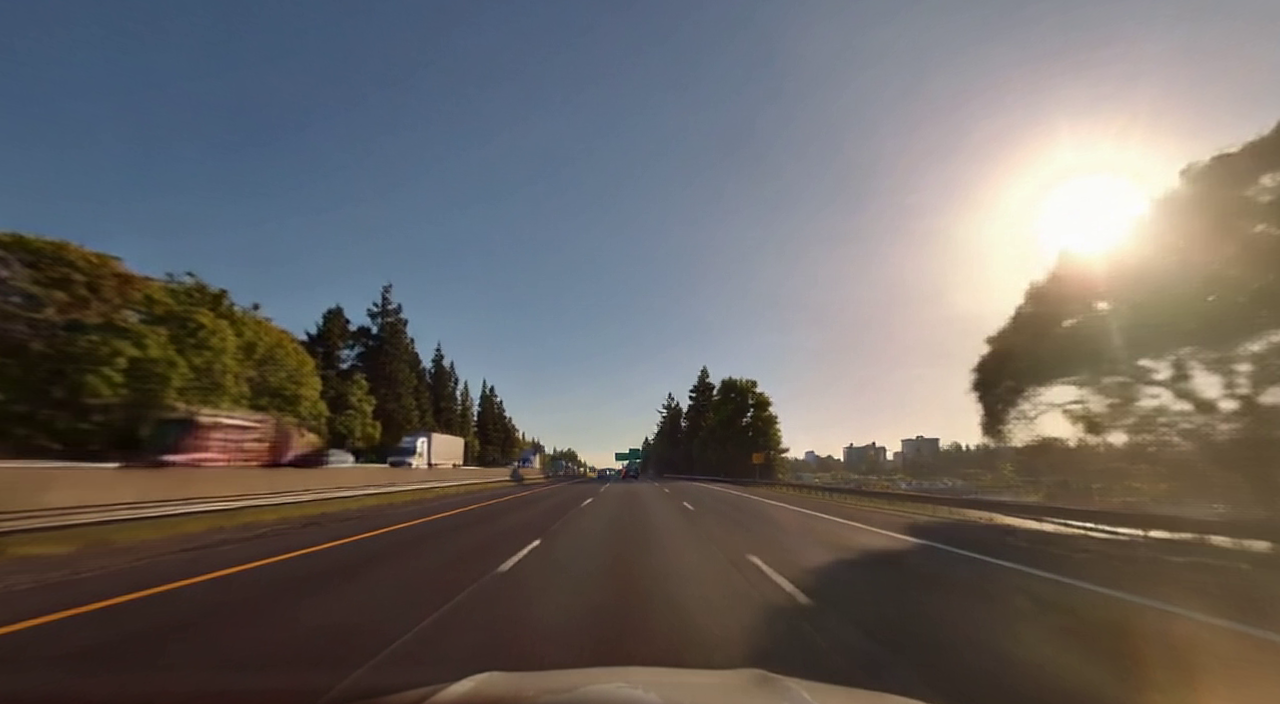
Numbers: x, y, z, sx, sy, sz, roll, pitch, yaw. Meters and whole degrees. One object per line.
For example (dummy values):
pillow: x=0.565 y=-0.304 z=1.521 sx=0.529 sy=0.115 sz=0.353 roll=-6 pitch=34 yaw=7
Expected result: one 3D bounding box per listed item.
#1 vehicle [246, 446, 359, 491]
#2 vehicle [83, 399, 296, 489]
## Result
vehicle: x=-12.261 y=4.284 z=23.259 sx=1.845 sy=1.456 sz=4.333 roll=1 pitch=-10 yaw=-1
vehicle: x=-16.557 y=3.634 z=24.057 sx=2.610 sy=2.836 sz=7.407 roll=1 pitch=-10 yaw=-1
